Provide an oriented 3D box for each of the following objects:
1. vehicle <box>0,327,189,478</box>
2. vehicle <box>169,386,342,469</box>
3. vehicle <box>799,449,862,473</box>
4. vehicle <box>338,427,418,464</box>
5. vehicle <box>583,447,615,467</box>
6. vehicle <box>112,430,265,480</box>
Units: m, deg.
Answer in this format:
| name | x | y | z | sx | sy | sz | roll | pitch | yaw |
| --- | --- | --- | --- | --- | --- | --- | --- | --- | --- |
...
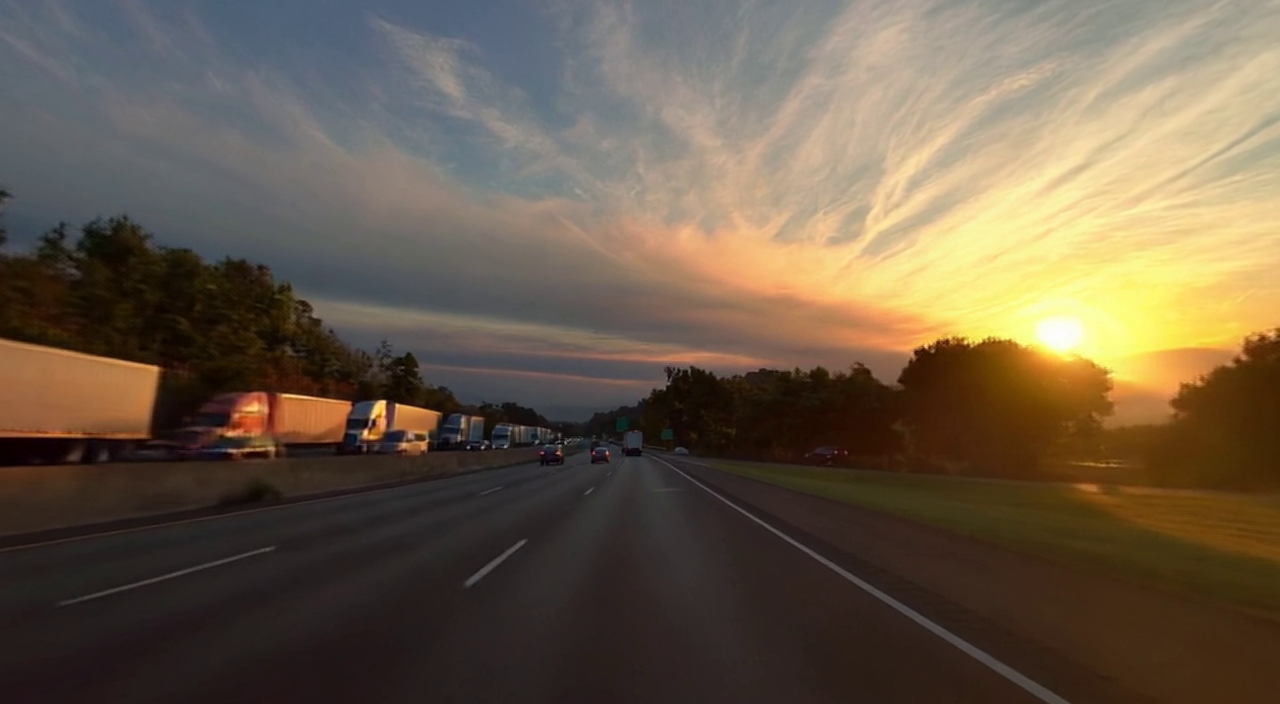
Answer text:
| name | x | y | z | sx | sy | sz | roll | pitch | yaw |
| --- | --- | --- | --- | --- | --- | --- | --- | --- | --- |
| vehicle | -18.497 | 1.298 | 16.404 | 2.834 | 3.974 | 14.371 | 0 | -9 | 0 |
| vehicle | -18.737 | 3.974 | 31.781 | 2.774 | 3.524 | 9.153 | -1 | -9 | 1 |
| vehicle | 14.658 | 8.434 | 48.675 | 2.080 | 1.725 | 4.252 | 8 | -12 | -34 |
| vehicle | -13.988 | 5.062 | 34.057 | 2.133 | 1.816 | 5.142 | 0 | -9 | -1 |
| vehicle | -3.079 | 8.047 | 48.217 | 2.076 | 1.453 | 4.094 | 0 | -9 | 1 |
| vehicle | -14.310 | 3.303 | 20.325 | 1.841 | 1.428 | 4.119 | 0 | -9 | 0 |
